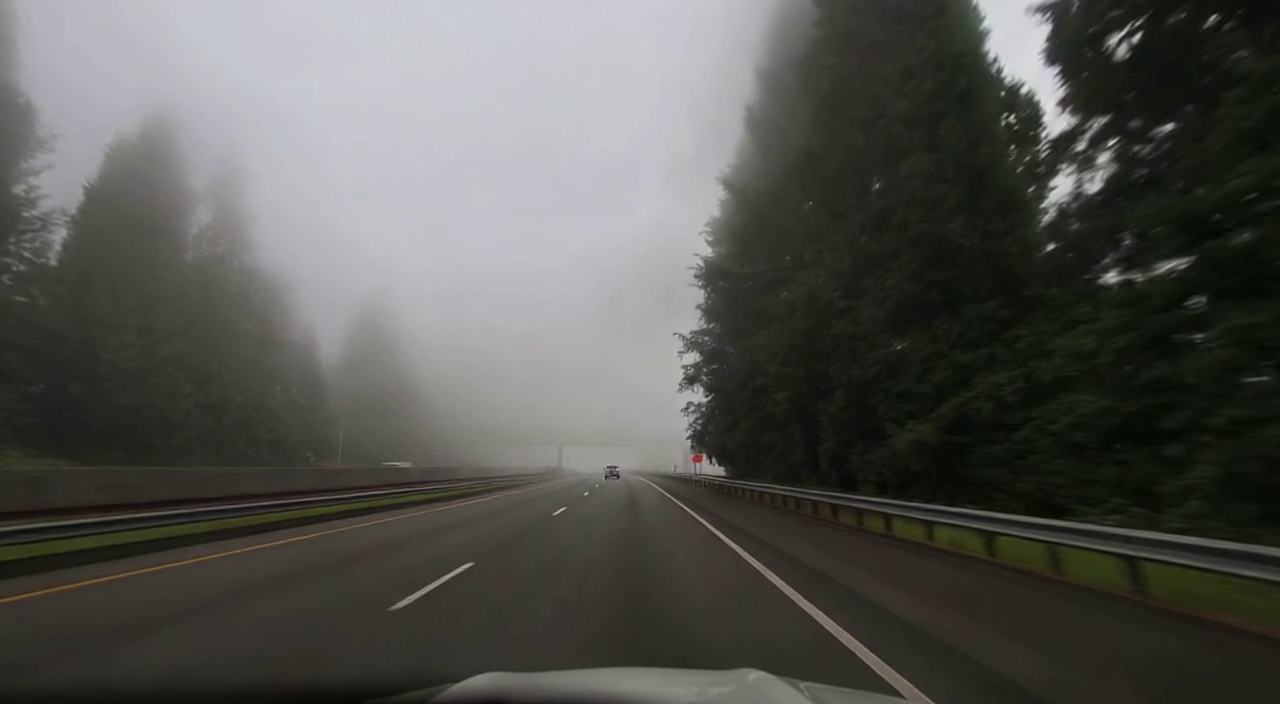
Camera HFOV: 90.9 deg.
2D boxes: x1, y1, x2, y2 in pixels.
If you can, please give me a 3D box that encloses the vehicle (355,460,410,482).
[{"bbox_3d":[-18.497,8.570,45.464,2.080,1.488,4.621,1,-11,-1],"label":"vehicle"}]
